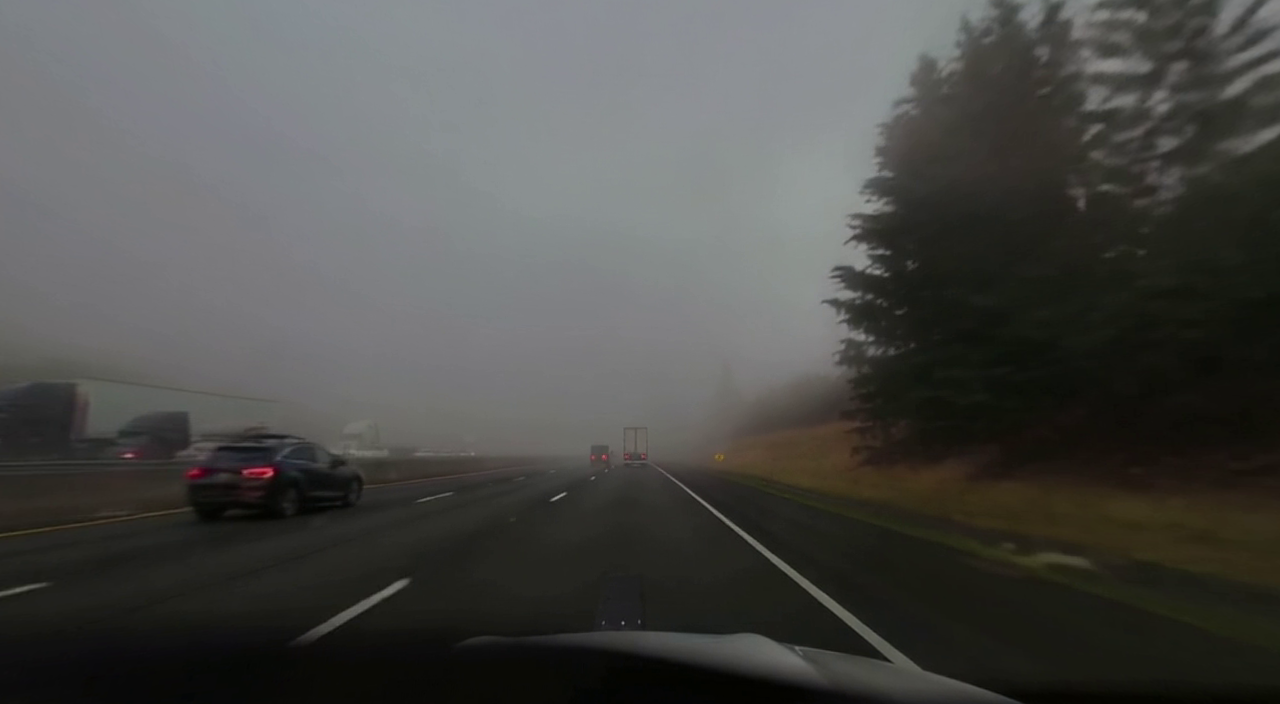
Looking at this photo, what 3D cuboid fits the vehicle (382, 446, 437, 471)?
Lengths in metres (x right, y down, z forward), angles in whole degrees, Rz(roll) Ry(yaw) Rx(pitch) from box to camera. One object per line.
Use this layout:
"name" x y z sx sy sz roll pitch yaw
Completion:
"vehicle" -14.865 6.898 40.895 1.817 1.508 4.734 0 -9 0

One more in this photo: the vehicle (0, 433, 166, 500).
"vehicle" -14.342 2.797 15.669 1.891 1.426 4.156 0 -9 -1

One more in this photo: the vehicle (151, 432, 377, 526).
"vehicle" -7.575 2.599 13.393 2.004 1.629 4.506 0 -9 0

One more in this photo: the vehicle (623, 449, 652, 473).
"vehicle" -0.200 7.829 45.359 2.009 1.657 3.962 0 -9 -1
